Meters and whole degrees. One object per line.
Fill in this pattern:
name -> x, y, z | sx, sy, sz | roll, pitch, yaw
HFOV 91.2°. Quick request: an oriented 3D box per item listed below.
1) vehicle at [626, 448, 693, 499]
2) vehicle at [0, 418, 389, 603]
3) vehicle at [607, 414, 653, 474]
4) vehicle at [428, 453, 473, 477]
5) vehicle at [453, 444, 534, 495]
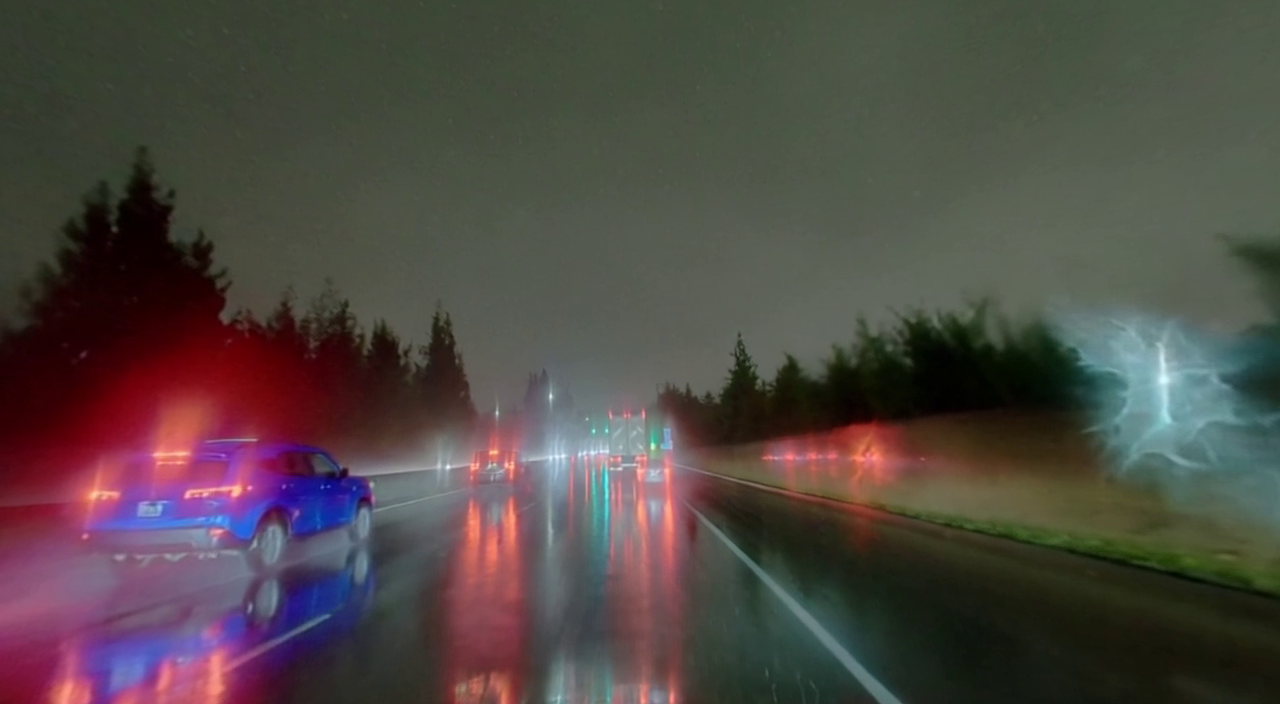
vehicle -> 0.542, 3.962, 20.832 | 2.026, 1.489, 4.045 | 0, -9, -1
vehicle -> -5.051, 1.778, 7.886 | 2.100, 1.671, 4.105 | 0, -9, -1
vehicle -> -0.850, 7.087, 48.059 | 3.113, 4.066, 10.786 | 0, -9, -2
vehicle -> -14.144, 8.405, 46.994 | 2.014, 1.643, 4.585 | 0, -9, -1
vehicle -> -5.258, 4.257, 23.071 | 2.035, 1.664, 4.064 | 0, -9, 0
